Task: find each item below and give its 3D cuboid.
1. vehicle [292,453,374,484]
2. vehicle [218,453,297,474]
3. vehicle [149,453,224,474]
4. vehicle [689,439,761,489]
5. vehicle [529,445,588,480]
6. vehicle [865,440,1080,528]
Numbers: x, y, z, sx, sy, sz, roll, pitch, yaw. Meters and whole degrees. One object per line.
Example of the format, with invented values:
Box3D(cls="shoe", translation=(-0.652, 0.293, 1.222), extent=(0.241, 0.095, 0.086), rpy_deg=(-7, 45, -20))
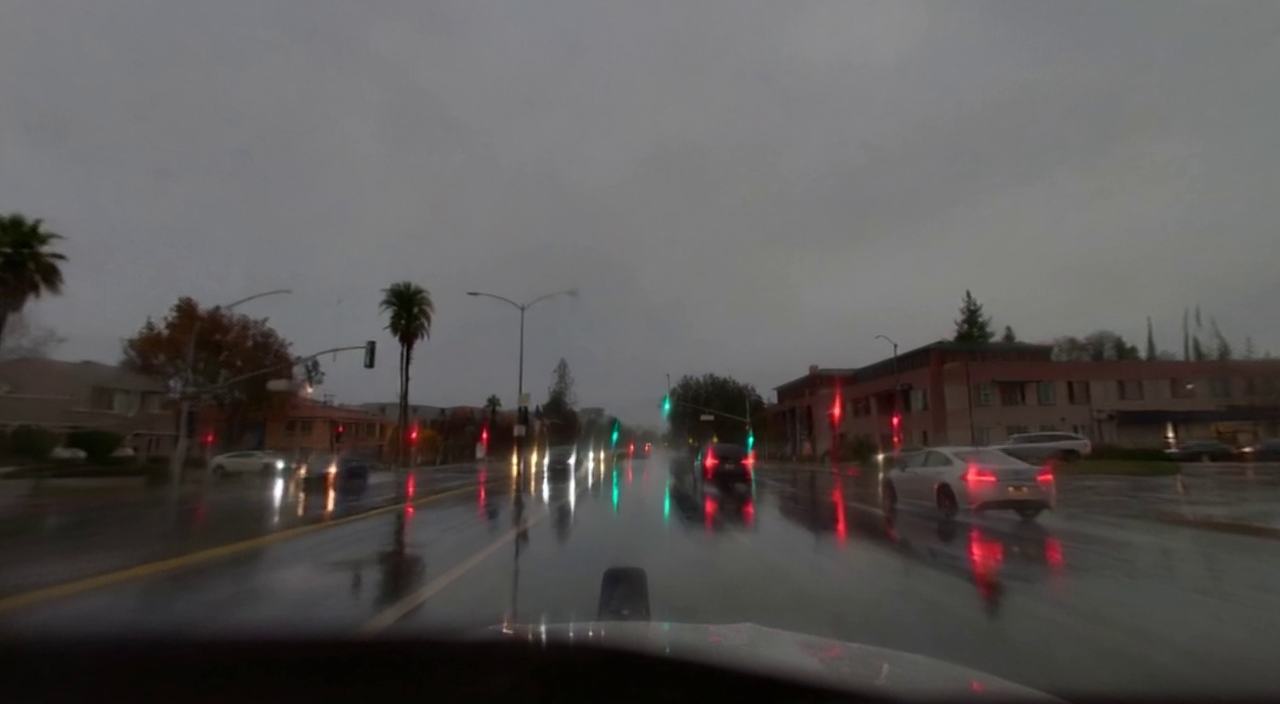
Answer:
Box3D(cls="vehicle", translation=(-15.647, 5.932, 32.400), extent=(1.902, 1.466, 4.463), rpy_deg=(0, -9, 0))
Box3D(cls="vehicle", translation=(-28.650, 8.341, 47.271), extent=(4.579, 1.504, 1.942), rpy_deg=(0, -9, -1))
Box3D(cls="vehicle", translation=(-34.097, 8.376, 47.452), extent=(4.268, 1.476, 1.802), rpy_deg=(0, -9, 0))
Box3D(cls="vehicle", translation=(3.011, 4.061, 23.183), extent=(2.009, 1.639, 4.267), rpy_deg=(0, -9, -1))
Box3D(cls="vehicle", translation=(-3.715, 5.115, 29.473), extent=(2.037, 1.472, 4.152), rpy_deg=(0, -9, 3))
Box3D(cls="vehicle", translation=(6.482, 2.597, 13.035), extent=(1.890, 1.471, 4.566), rpy_deg=(0, -9, -1))
